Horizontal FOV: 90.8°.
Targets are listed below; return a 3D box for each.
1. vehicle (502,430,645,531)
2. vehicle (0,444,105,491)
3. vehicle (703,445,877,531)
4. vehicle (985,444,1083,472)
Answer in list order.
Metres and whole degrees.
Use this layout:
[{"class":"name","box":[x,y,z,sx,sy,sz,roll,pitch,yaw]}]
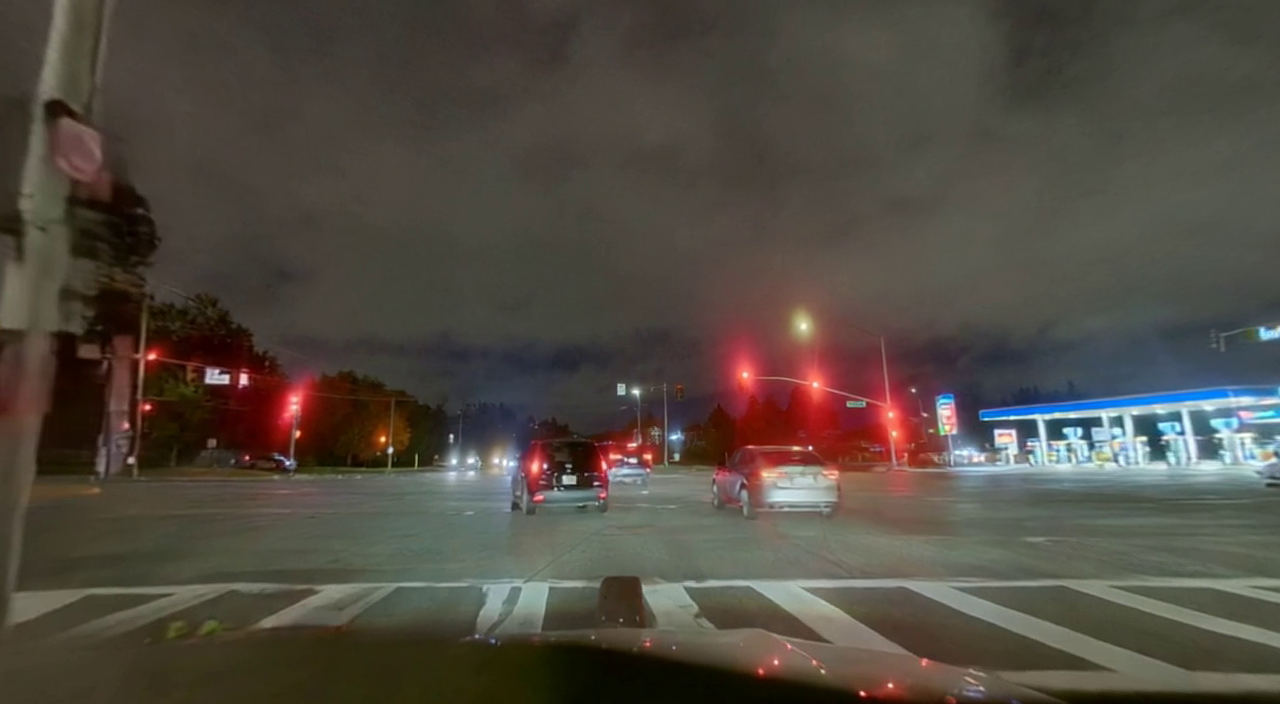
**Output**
[{"class":"vehicle","box":[-1.624,2.612,13.546,2.351,1.733,4.616,2,-9,-14]},{"class":"vehicle","box":[-26.721,5.067,27.659,4.658,1.911,2.162,-2,-9,4]},{"class":"vehicle","box":[2.867,2.709,13.355,1.965,1.460,4.581,1,-9,-9]},{"class":"vehicle","box":[25.820,6.975,41.630,4.952,1.745,2.184,-2,-9,15]}]
